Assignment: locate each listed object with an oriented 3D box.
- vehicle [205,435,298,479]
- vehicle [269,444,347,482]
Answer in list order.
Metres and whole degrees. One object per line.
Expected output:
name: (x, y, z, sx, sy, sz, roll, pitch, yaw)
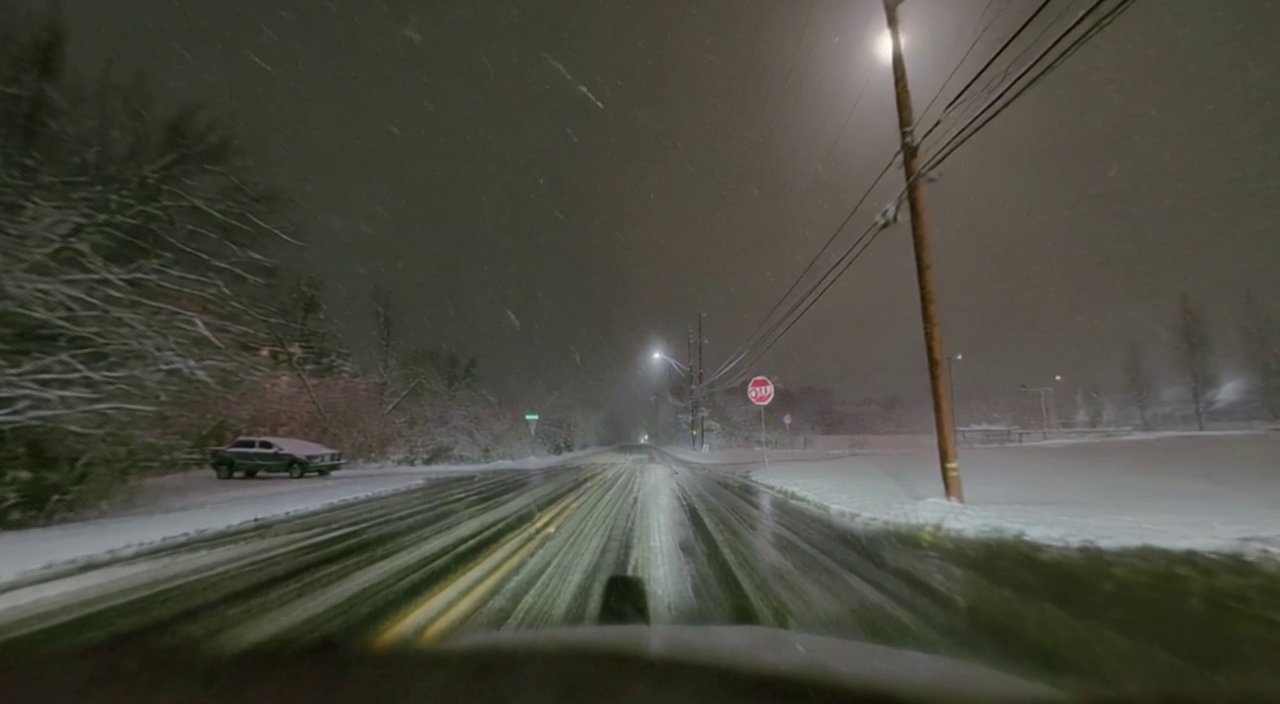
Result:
vehicle: (-17.814, 4.843, 29.144, 1.849, 1.831, 3.980, -1, -9, -3)
vehicle: (-14.639, 4.889, 28.027, 1.739, 1.539, 3.548, 1, -8, -5)
